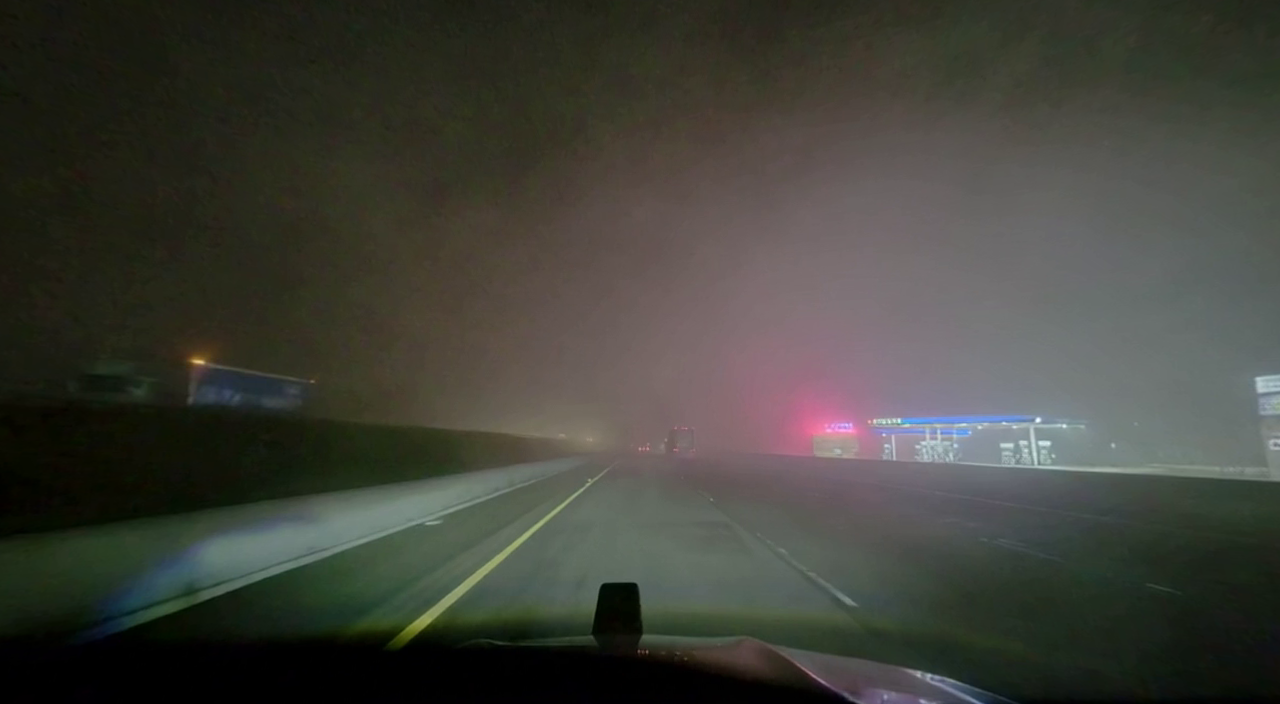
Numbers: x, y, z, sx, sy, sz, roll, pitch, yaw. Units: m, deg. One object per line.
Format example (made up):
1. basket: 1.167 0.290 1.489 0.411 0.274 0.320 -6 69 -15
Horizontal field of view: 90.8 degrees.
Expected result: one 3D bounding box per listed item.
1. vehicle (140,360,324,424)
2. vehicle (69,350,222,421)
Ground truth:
1. vehicle: -28.448 3.322 45.887 2.890 3.470 16.042 -1 -8 0
2. vehicle: -28.368 2.151 36.793 2.962 3.493 7.203 -1 -8 0
